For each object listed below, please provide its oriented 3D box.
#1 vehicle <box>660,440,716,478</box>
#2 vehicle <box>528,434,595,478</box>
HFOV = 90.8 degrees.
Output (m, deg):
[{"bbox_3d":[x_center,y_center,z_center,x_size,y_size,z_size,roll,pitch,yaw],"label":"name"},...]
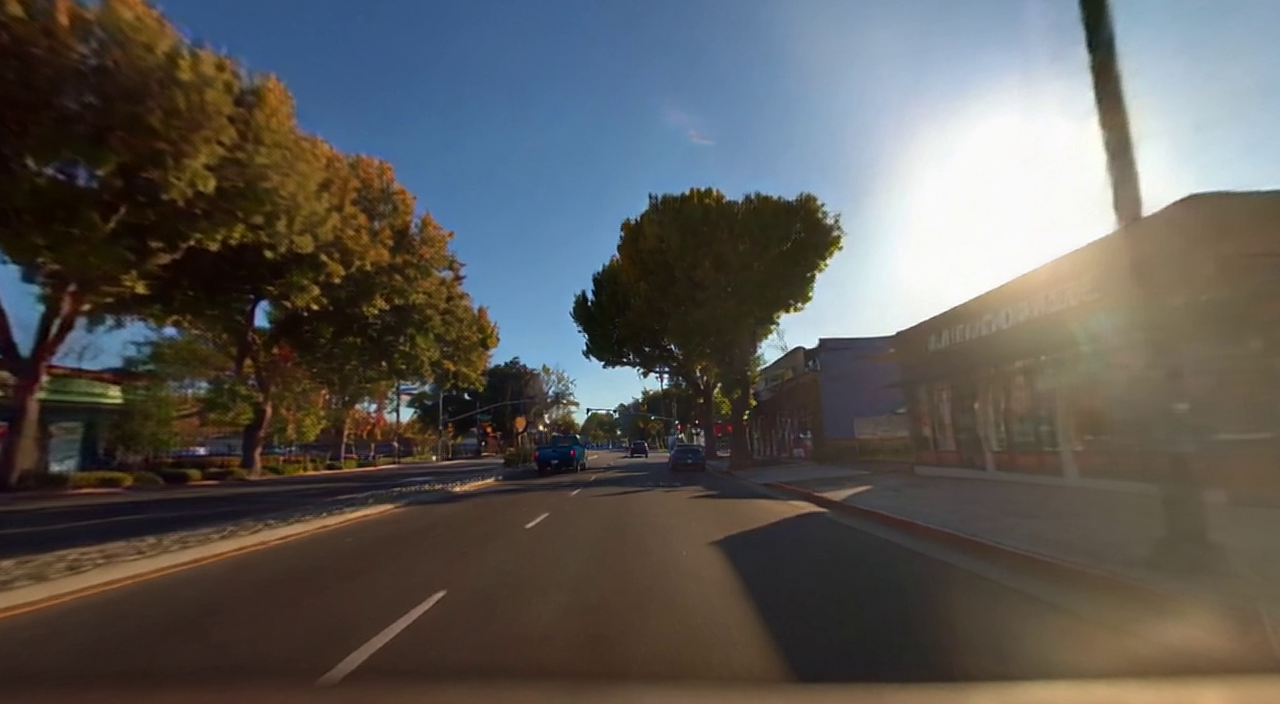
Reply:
[{"bbox_3d":[1.951,4.548,27.014,2.103,1.487,4.101,0,-9,0],"label":"vehicle"},{"bbox_3d":[-3.373,4.609,28.328,2.464,1.777,5.128,0,-9,-2],"label":"vehicle"}]
